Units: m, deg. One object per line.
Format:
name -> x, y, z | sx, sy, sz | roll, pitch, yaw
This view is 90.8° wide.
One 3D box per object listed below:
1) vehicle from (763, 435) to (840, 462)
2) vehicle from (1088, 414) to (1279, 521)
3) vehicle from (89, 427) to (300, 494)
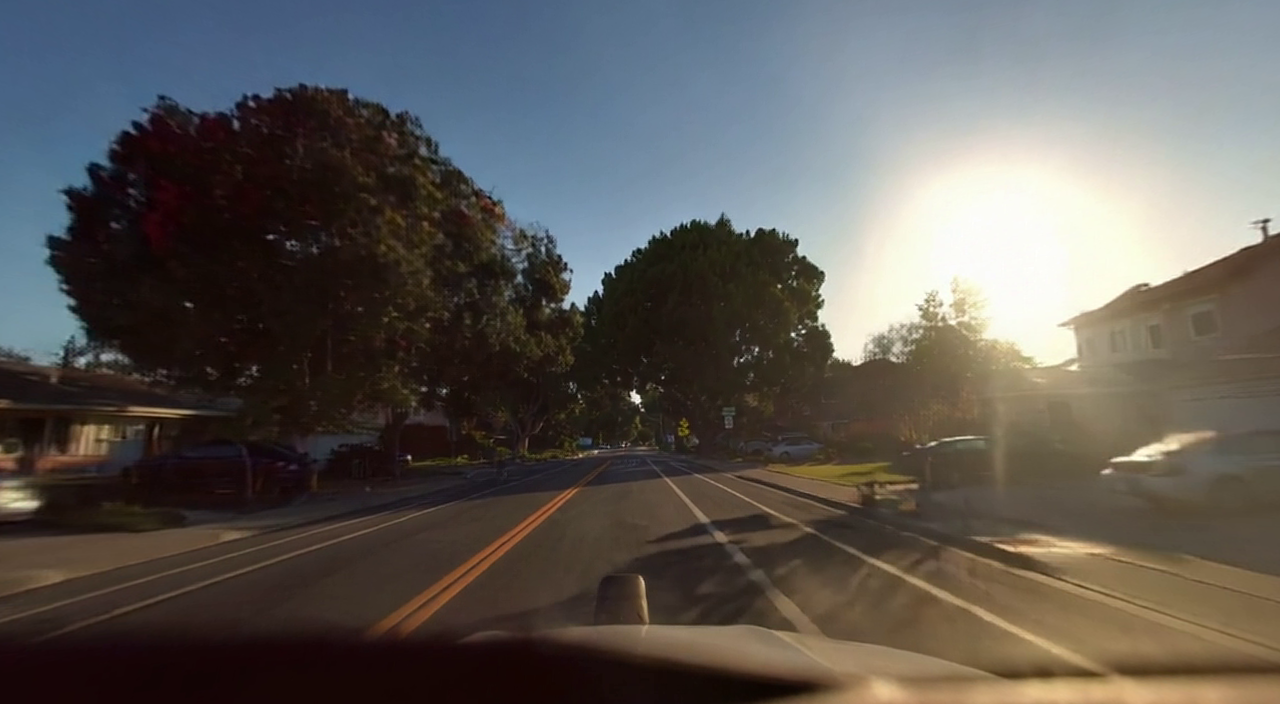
vehicle -> 10.776, 6.462, 42.349 | 4.493, 1.493, 1.926 | -3, -8, -4
vehicle -> 10.763, 1.839, 10.747 | 4.751, 1.518, 1.885 | -4, -9, -1
vehicle -> -12.835, 3.139, 18.441 | 4.549, 1.802, 2.081 | 0, -9, 2
